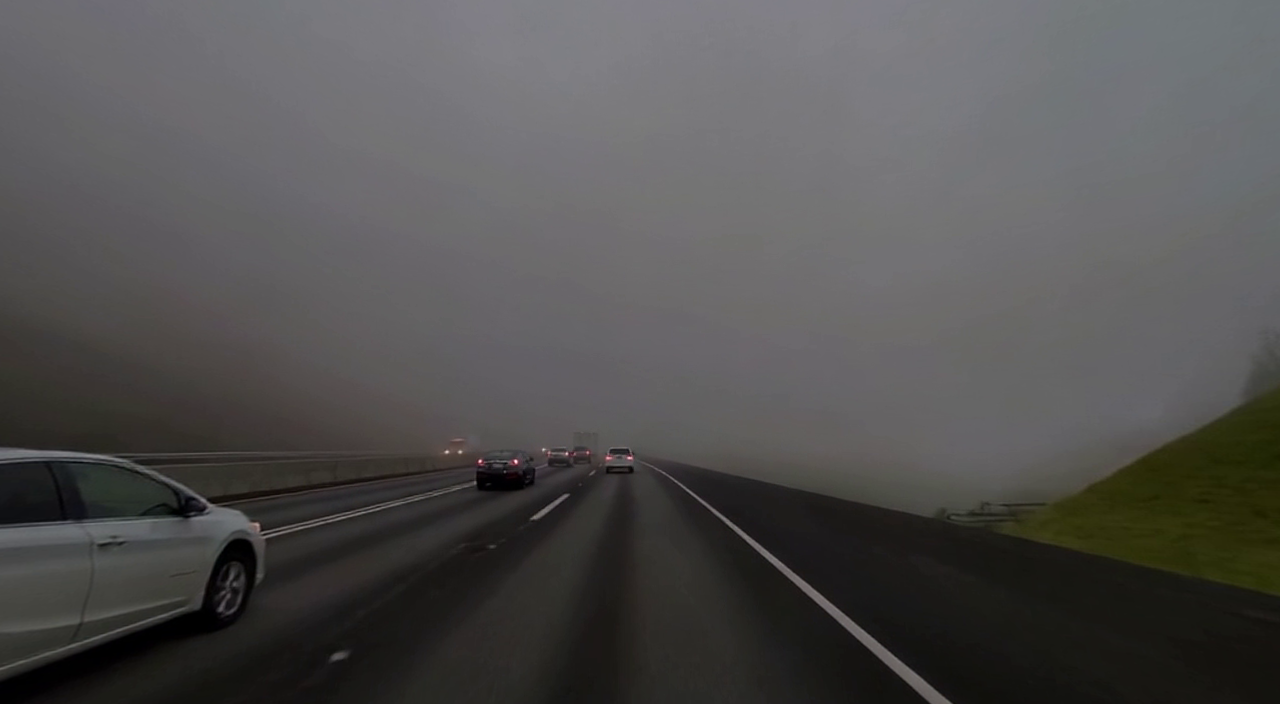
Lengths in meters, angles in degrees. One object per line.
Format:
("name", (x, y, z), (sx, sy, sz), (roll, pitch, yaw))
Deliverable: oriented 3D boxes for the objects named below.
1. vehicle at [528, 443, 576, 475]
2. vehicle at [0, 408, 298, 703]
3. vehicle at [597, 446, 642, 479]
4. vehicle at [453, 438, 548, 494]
("vehicle", (-4.780, 5.898, 34.849), (2.118, 1.624, 4.032), (0, -9, -1))
("vehicle", (-3.877, 1.087, 3.334), (1.892, 1.492, 3.940), (0, -9, 0))
("vehicle", (-0.970, 5.257, 30.128), (1.988, 1.440, 4.201), (0, -9, -2))
("vehicle", (-4.442, 3.701, 20.796), (2.208, 1.619, 4.162), (0, -9, 0))
